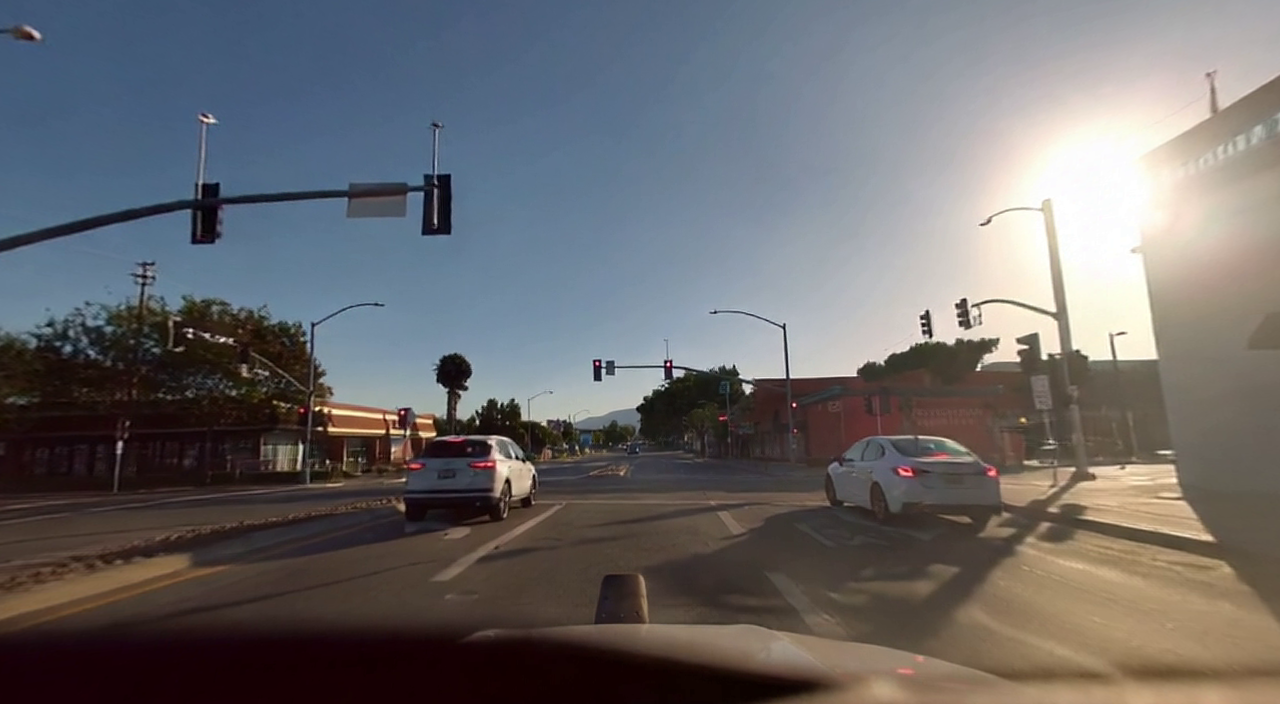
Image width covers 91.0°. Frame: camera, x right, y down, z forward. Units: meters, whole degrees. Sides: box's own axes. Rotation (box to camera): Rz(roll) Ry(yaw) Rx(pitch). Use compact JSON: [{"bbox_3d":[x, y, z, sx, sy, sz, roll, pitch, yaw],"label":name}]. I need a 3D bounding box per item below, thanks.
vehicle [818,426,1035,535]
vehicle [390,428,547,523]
[{"bbox_3d":[5.039,2.314,11.965,2.039,1.655,4.495,0,-9,1],"label":"vehicle"},{"bbox_3d":[-3.284,2.457,13.040,1.947,1.627,4.248,0,-9,1],"label":"vehicle"}]
